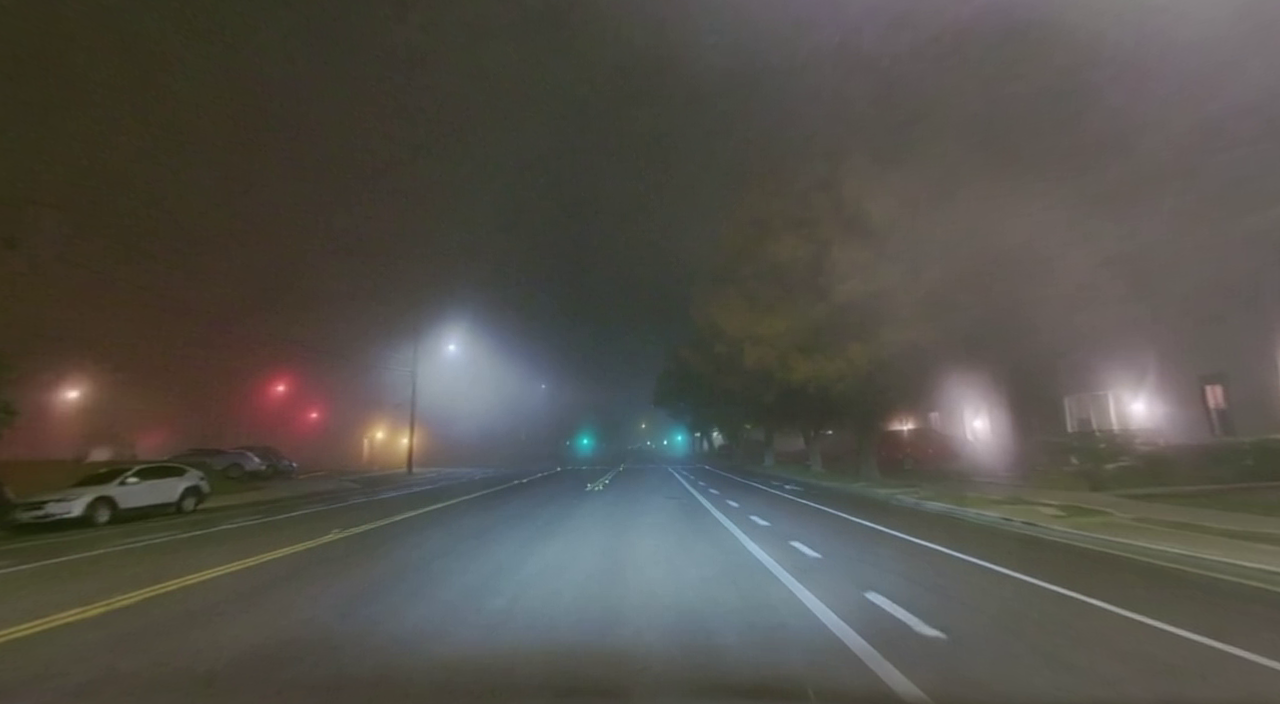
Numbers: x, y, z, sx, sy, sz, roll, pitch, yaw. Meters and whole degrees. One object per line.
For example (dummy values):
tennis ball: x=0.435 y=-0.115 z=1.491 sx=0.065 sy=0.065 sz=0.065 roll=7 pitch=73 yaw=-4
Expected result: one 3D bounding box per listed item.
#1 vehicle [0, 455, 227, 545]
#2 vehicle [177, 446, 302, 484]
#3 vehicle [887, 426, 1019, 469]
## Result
vehicle: x=-11.852 y=3.233 z=14.426 sx=1.888 sy=1.439 sz=4.351 roll=-2 pitch=-6 yaw=0
vehicle: x=-18.999 y=5.359 z=30.036 sx=4.573 sy=1.643 sz=2.158 roll=-2 pitch=-9 yaw=5
vehicle: x=13.865 y=4.234 z=28.275 sx=4.907 sy=1.693 sz=2.081 roll=-1 pitch=-7 yaw=13
